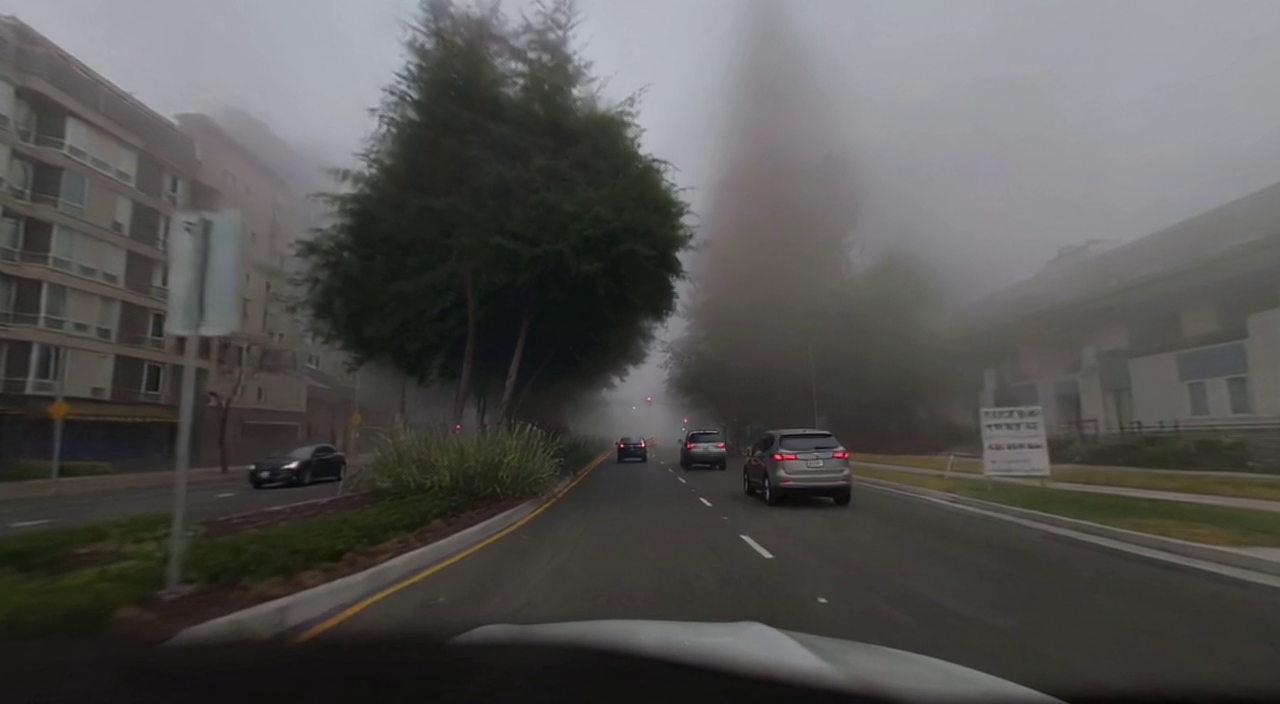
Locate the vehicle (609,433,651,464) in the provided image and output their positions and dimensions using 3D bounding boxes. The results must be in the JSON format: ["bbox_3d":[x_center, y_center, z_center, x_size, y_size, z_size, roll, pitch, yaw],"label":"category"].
[{"bbox_3d":[-0.557,5.122,33.622,2.059,1.492,3.925,0,-8,-2],"label":"vehicle"}]

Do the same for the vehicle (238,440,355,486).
[{"bbox_3d":[-12.729,4.129,23.816,1.926,1.446,4.565,-3,-8,-1],"label":"vehicle"}]

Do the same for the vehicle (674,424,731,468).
[{"bbox_3d":[2.805,4.409,29.667,2.206,1.858,5.332,0,-8,1],"label":"vehicle"}]

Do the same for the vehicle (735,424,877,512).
[{"bbox_3d":[3.426,2.478,13.941,1.906,1.608,4.137,0,-8,-1],"label":"vehicle"}]
